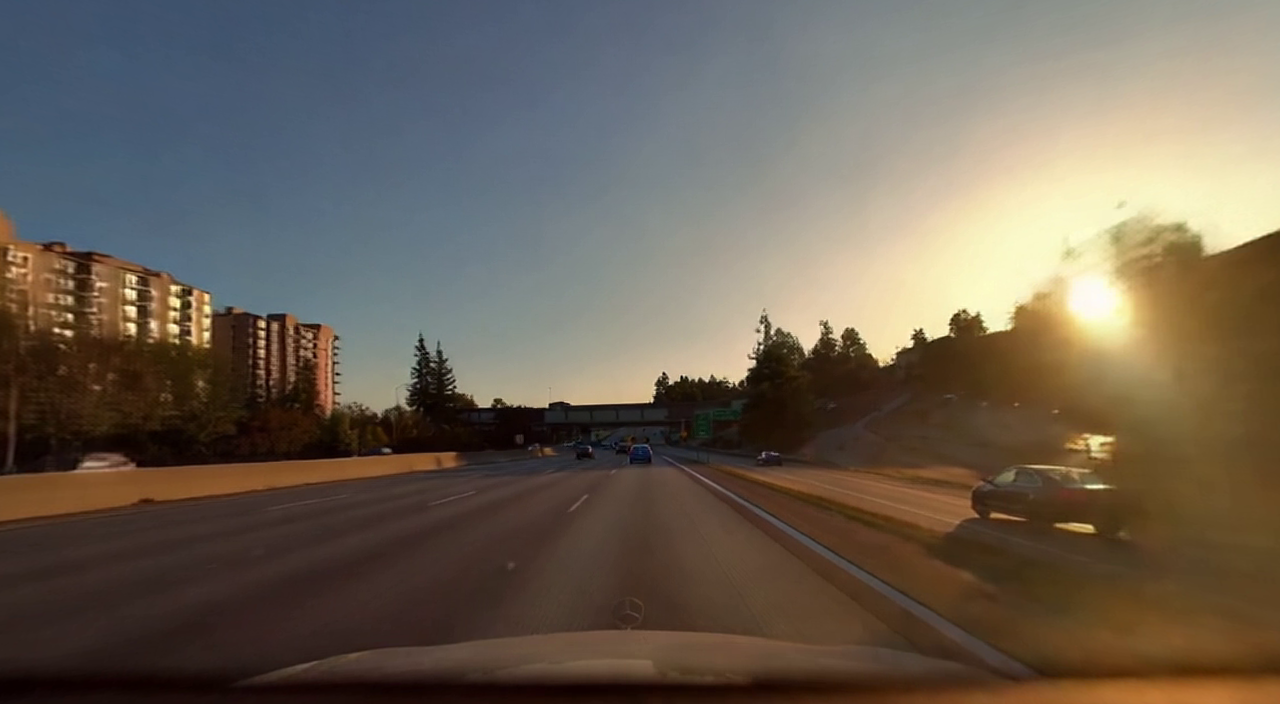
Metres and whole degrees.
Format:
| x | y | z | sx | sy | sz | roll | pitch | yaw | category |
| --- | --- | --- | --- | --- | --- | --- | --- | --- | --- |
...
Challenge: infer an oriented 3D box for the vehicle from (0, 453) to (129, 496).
| x | y | z | sx | sy | sz | roll | pitch | yaw | category |
| --- | --- | --- | --- | --- | --- | --- | --- | --- | --- |
| -26.402 | 5.521 | 28.791 | 1.994 | 1.635 | 4.924 | -1 | -8 | 0 | vehicle |

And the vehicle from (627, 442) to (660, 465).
| x | y | z | sx | sy | sz | roll | pitch | yaw | category |
| --- | --- | --- | --- | --- | --- | --- | --- | --- | --- |
| 0.236 | 6.680 | 41.730 | 2.051 | 1.443 | 3.770 | -1 | -8 | 0 | vehicle |

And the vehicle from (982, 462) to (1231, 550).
| x | y | z | sx | sy | sz | roll | pitch | yaw | category |
| --- | --- | --- | --- | --- | --- | --- | --- | --- | --- |
| 13.458 | 4.413 | 18.939 | 2.599 | 1.962 | 5.759 | 1 | -8 | -8 | vehicle |
